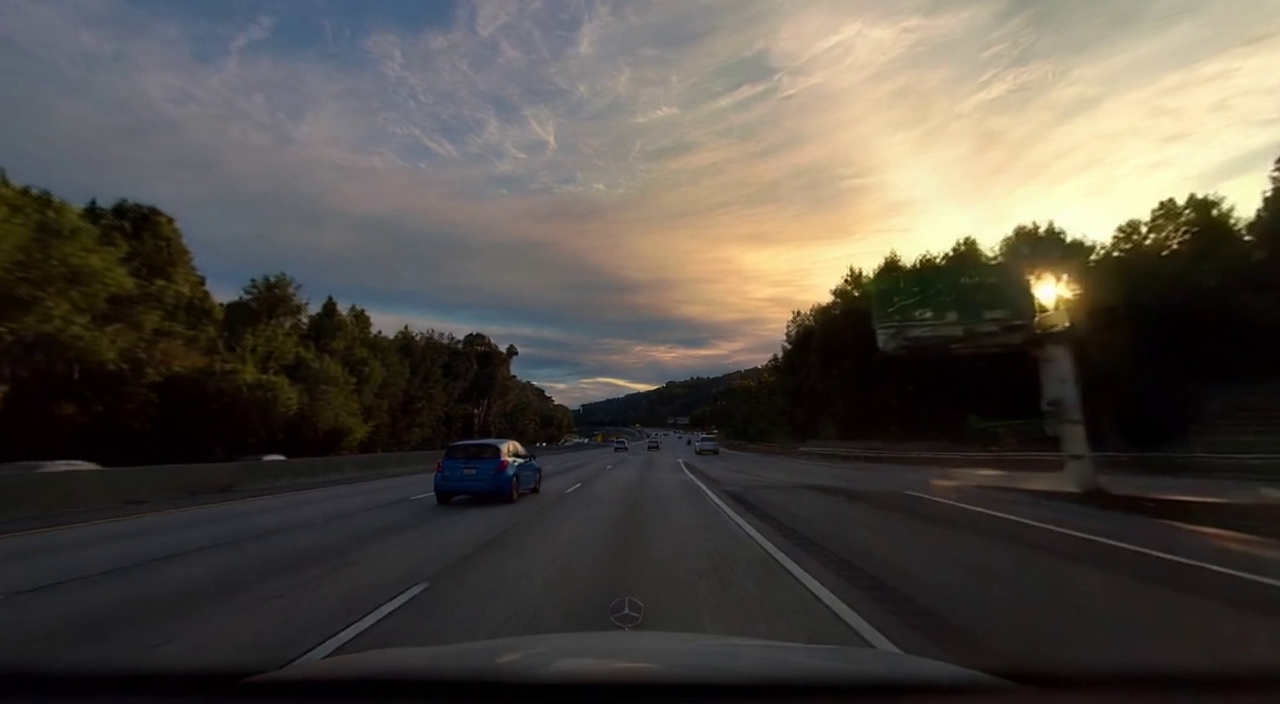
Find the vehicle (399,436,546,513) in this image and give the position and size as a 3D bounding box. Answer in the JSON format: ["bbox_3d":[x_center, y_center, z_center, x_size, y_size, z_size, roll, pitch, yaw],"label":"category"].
[{"bbox_3d":[-3.543,2.680,14.319,1.996,1.454,4.495,0,-8,2],"label":"vehicle"}]

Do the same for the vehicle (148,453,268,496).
[{"bbox_3d":[-15.589,4.408,22.952,1.825,1.369,3.529,0,-8,0],"label":"vehicle"}]

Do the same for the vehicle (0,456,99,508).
[{"bbox_3d":[-19.194,3.947,19.308,1.713,1.413,3.824,0,-8,1],"label":"vehicle"}]
